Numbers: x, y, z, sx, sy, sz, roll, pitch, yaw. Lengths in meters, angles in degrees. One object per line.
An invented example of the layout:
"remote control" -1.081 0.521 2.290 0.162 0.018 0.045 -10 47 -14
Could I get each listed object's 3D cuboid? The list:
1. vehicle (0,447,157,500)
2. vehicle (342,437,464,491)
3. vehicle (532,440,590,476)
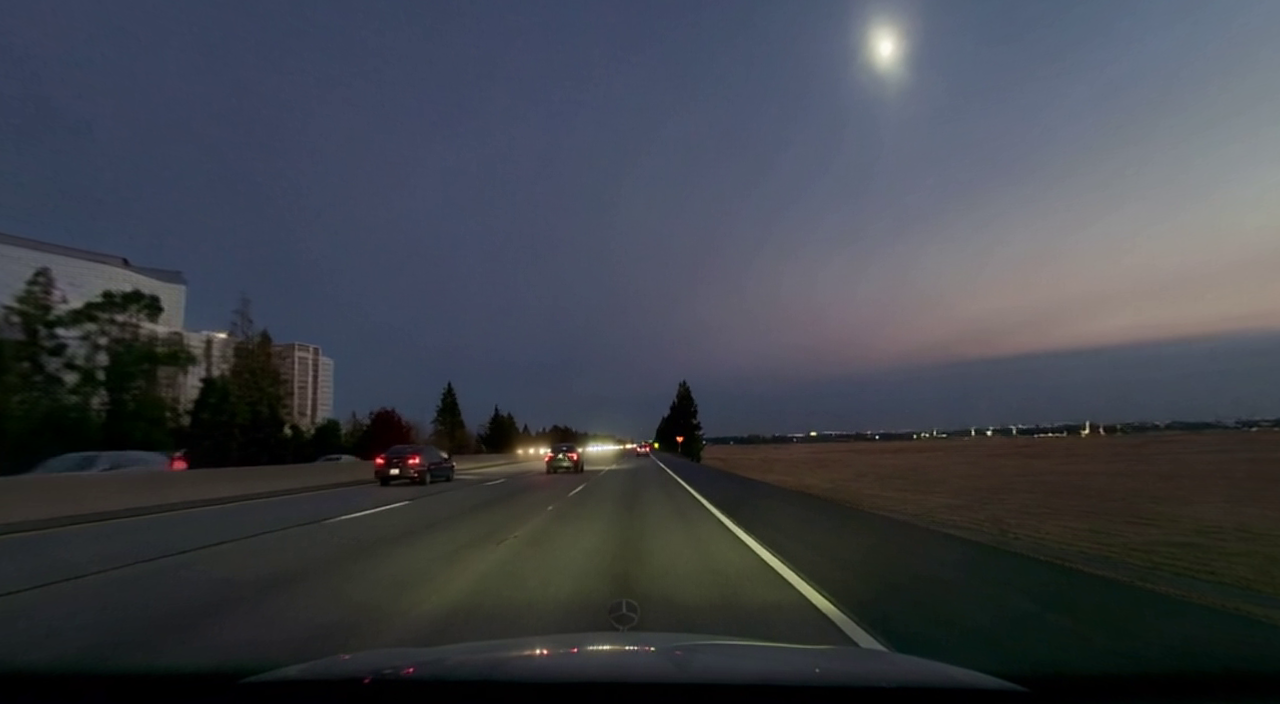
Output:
"vehicle" -19.407 4.049 21.477 1.993 1.554 4.753 0 -9 1
"vehicle" -7.459 3.566 20.401 2.034 1.523 4.627 0 -9 1
"vehicle" -3.729 5.121 30.665 2.083 1.588 4.801 0 -9 1
